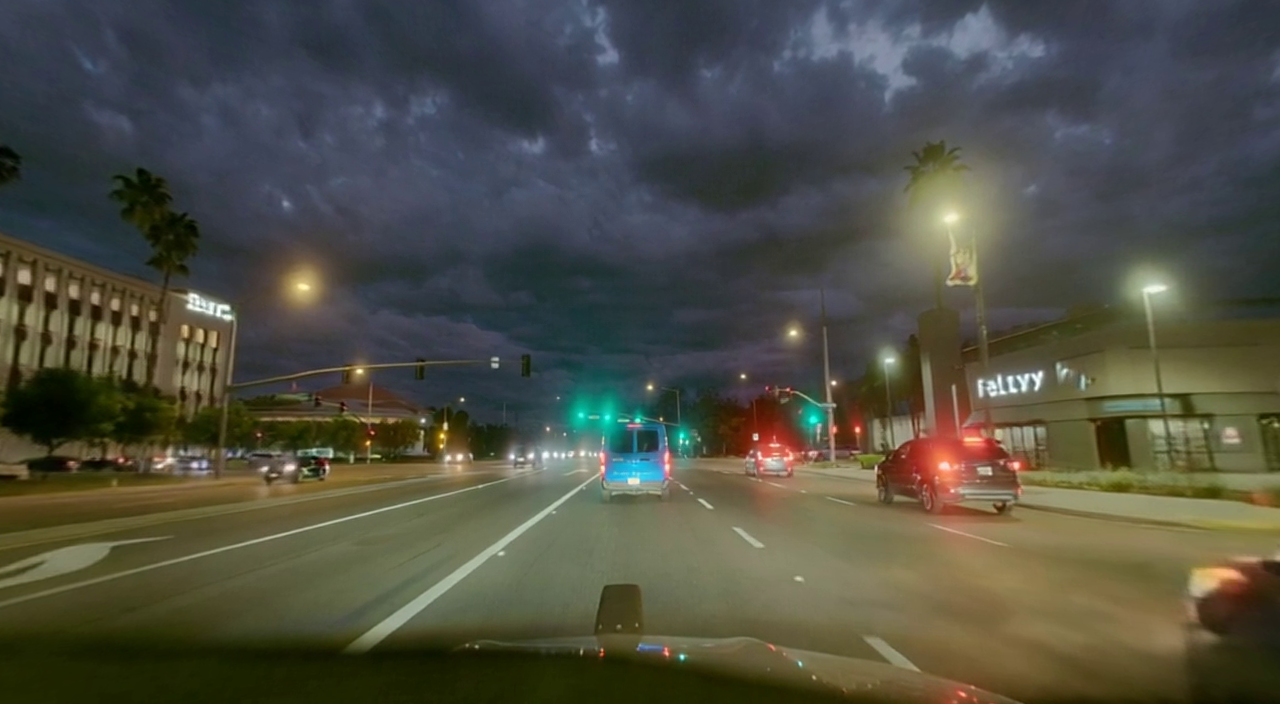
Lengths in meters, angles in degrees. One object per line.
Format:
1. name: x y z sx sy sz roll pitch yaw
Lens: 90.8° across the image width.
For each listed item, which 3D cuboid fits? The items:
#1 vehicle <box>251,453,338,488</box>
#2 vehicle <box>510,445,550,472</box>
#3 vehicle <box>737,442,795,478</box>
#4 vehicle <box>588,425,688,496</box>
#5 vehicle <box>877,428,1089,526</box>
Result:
1. vehicle: -16.589 5.681 30.652 1.953 1.480 4.632 1 -9 -5
2. vehicle: -7.146 6.952 41.363 2.109 1.653 4.681 0 -9 -5
3. vehicle: 6.410 5.535 32.595 1.931 1.692 4.267 0 -9 -3
4. vehicle: -0.141 3.521 20.917 2.848 1.991 5.706 0 -9 -2
5. vehicle: 7.146 2.626 13.880 2.023 1.771 4.488 0 -9 -2
